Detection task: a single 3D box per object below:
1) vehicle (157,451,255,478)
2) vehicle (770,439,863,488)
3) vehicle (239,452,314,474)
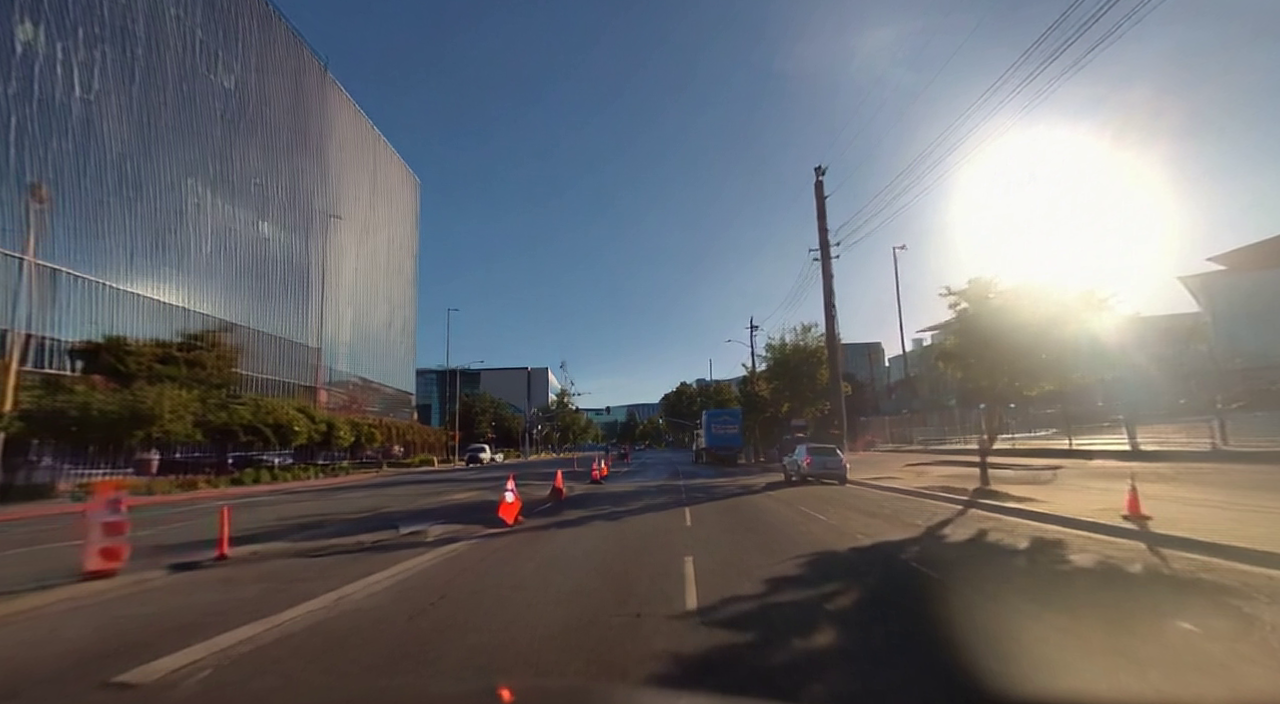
[{"bbox_3d":[-25.244,6.520,36.853,4.237,1.490,1.901,0,-9,-2],"label":"vehicle"},{"bbox_3d":[6.432,4.091,23.576,2.098,1.619,4.433,0,-9,-1],"label":"vehicle"},{"bbox_3d":[-24.296,7.420,42.291,3.905,1.345,1.737,0,-9,-1],"label":"vehicle"}]
